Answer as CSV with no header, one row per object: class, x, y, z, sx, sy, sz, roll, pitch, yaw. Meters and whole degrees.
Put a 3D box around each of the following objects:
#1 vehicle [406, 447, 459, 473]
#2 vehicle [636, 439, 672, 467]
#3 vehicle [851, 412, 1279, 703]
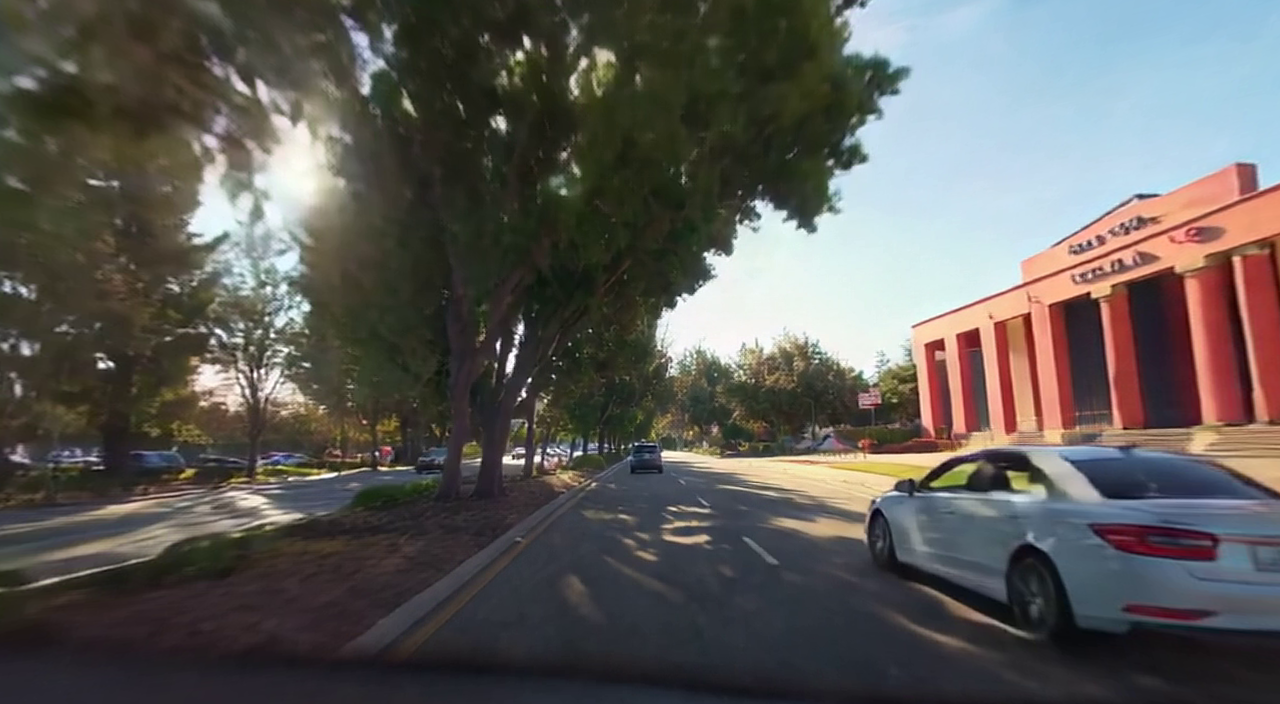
vehicle,-14.071,7.312,43.118,1.910,1.667,4.290,-1,-8,4
vehicle,0.958,6.558,41.133,2.123,1.703,4.292,-1,-8,5
vehicle,3.702,1.385,5.349,2.132,1.497,4.827,0,-8,0
